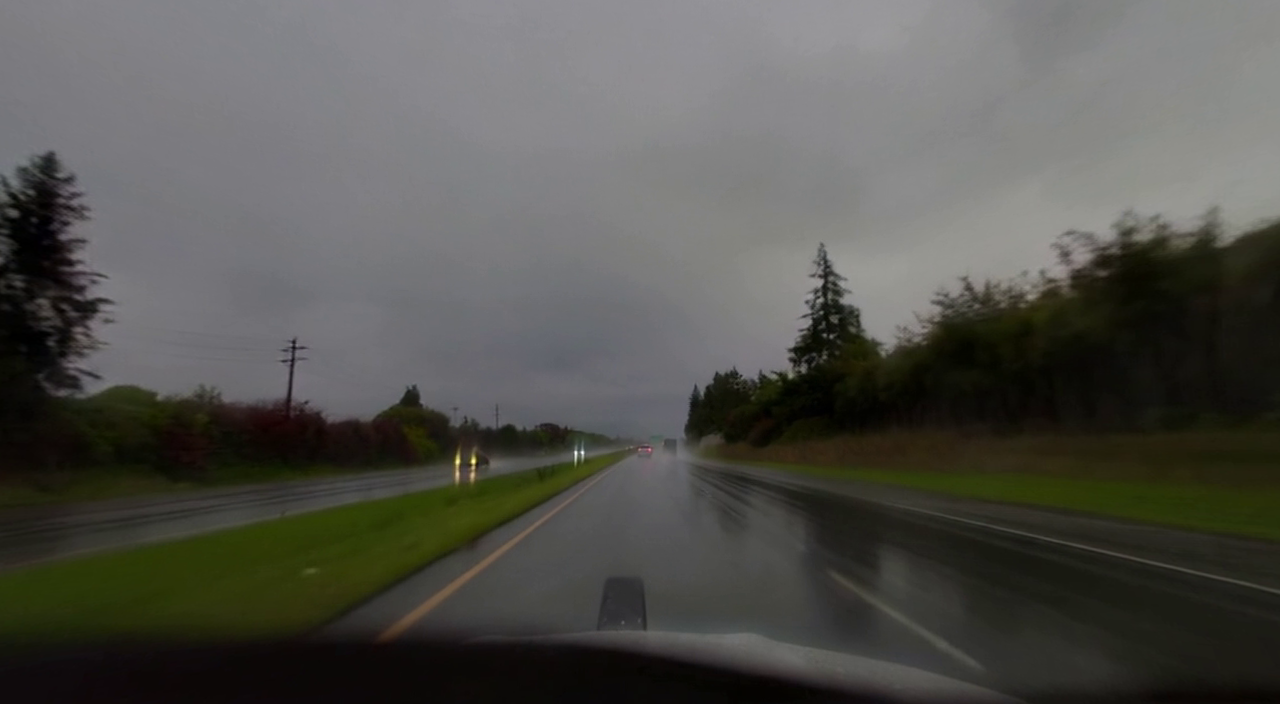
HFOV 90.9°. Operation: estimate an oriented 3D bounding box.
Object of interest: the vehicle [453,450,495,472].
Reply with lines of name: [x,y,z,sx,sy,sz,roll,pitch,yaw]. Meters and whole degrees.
vehicle: [-12.816,8.406,48.956,1.993,1.537,4.613,-2,-9,1]
